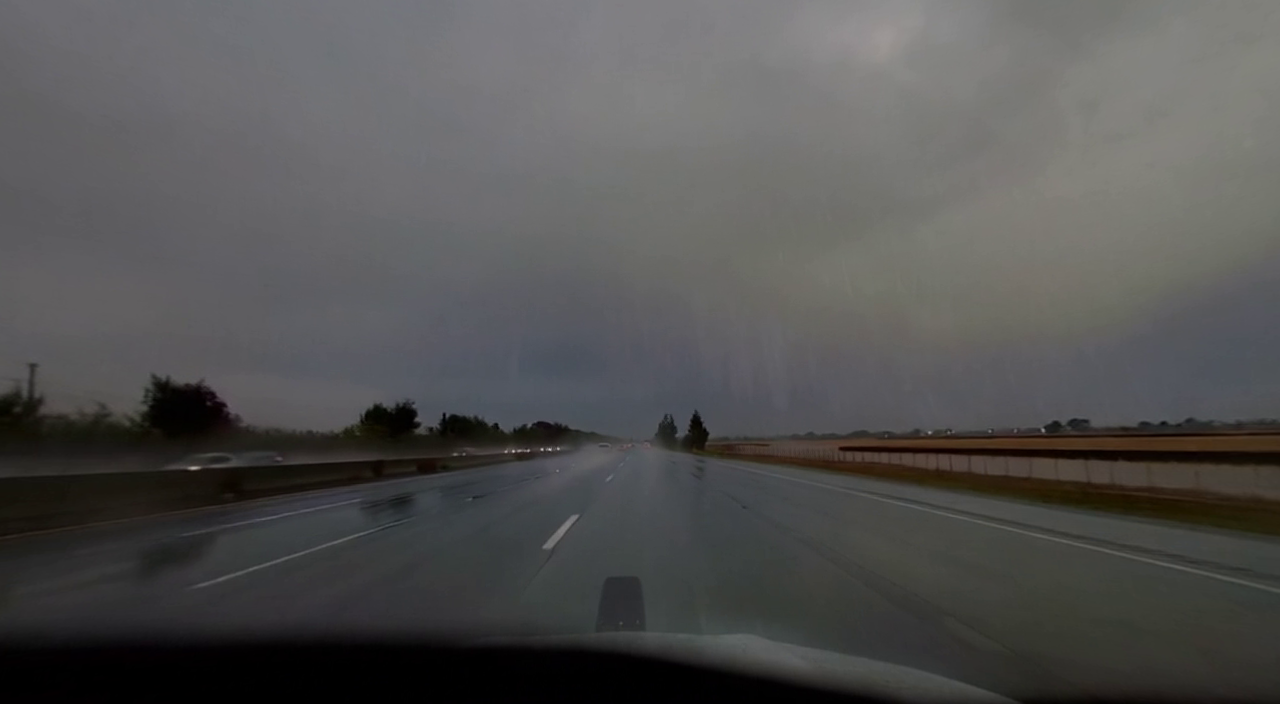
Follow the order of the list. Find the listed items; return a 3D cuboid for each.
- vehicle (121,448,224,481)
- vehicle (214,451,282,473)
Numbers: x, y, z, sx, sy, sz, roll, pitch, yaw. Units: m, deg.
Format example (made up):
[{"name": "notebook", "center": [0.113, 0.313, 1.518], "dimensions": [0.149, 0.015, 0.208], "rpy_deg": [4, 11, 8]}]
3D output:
[{"name": "vehicle", "center": [-24.732, 5.929, 33.542], "dimensions": [1.924, 1.602, 4.570], "rpy_deg": [0, -9, 0]}, {"name": "vehicle", "center": [-29.057, 8.169, 46.880], "dimensions": [1.834, 1.510, 4.854], "rpy_deg": [0, -9, 1]}]
